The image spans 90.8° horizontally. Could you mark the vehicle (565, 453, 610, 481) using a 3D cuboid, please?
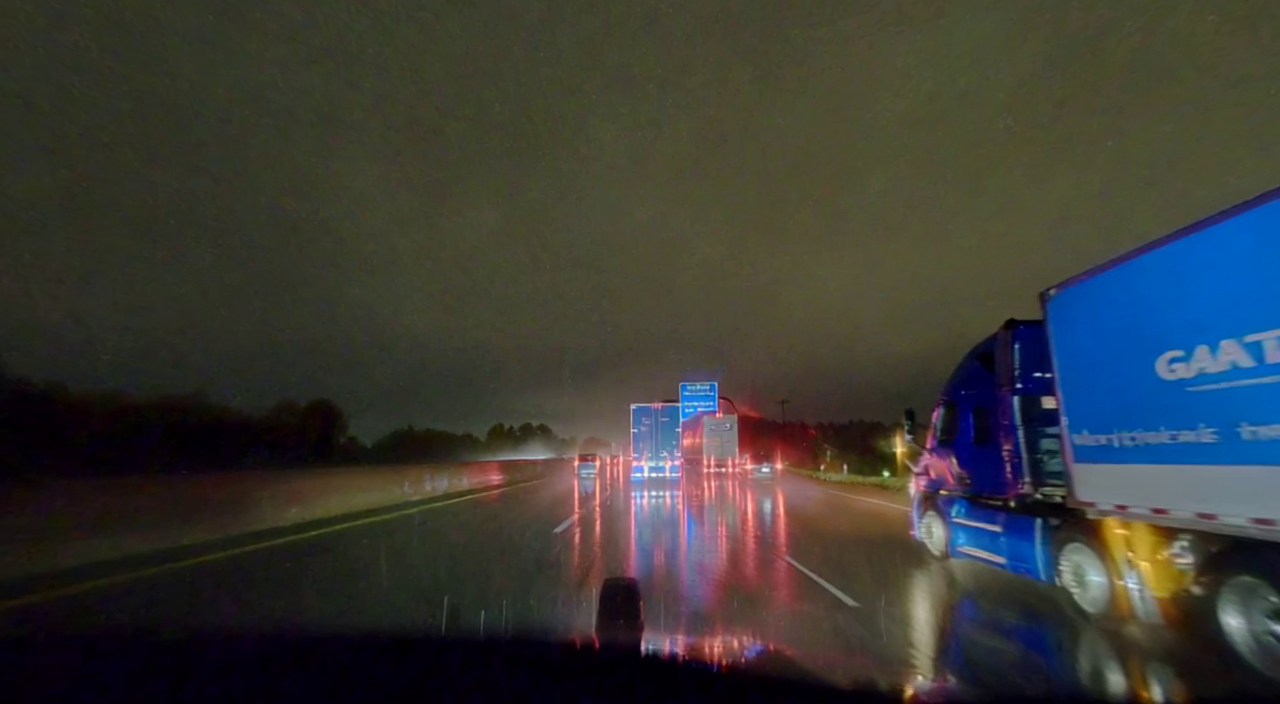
[{"bbox_3d":[-2.948,6.569,36.146,2.067,1.452,4.085,-1,-9,2],"label":"vehicle"}]

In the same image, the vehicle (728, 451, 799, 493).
[{"bbox_3d":[4.920,4.853,25.907,2.086,1.530,4.808,-1,-9,2],"label":"vehicle"}]

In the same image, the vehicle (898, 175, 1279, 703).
[{"bbox_3d":[4.224,0.732,4.150,2.636,2.599,5.956,-1,-9,2],"label":"vehicle"}]

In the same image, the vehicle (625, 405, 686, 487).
[{"bbox_3d":[0.776,5.170,34.673,2.864,3.805,9.709,0,-9,1],"label":"vehicle"}]
